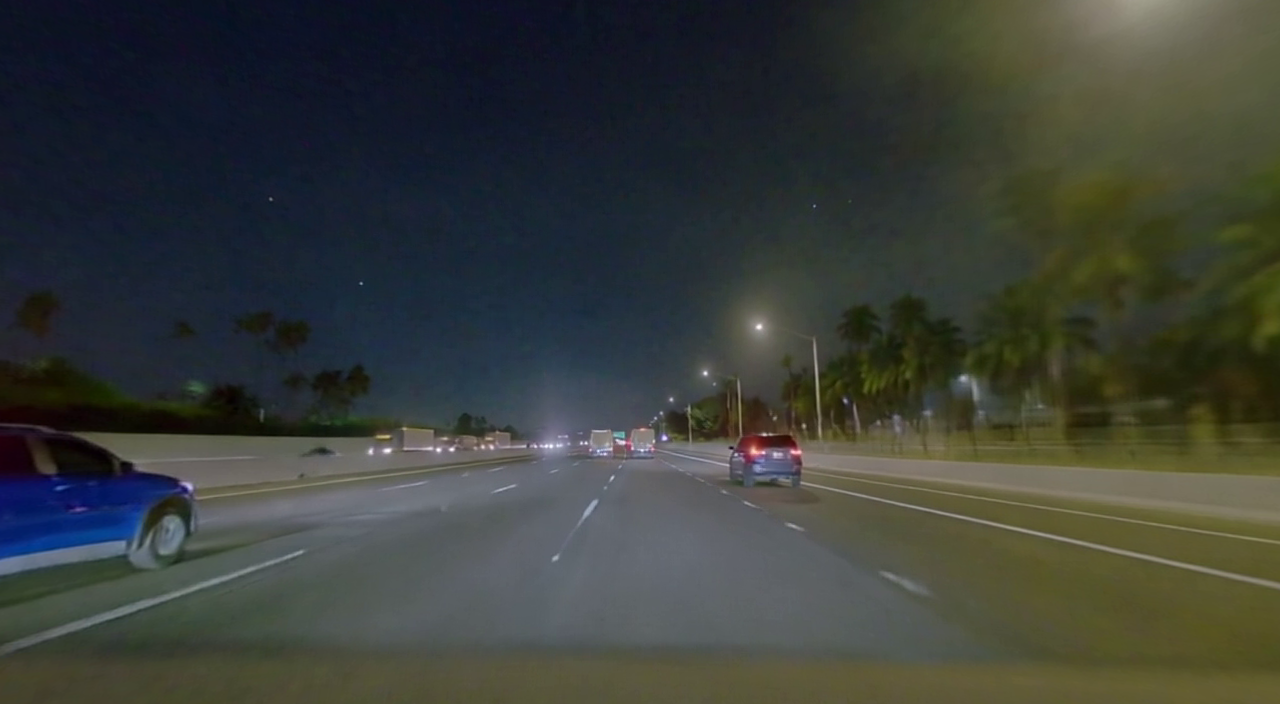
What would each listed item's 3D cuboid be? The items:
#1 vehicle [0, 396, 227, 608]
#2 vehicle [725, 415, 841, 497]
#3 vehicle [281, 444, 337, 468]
[{"bbox_3d":[-6.557,1.334,5.740,2.289,1.774,4.871,0,-8,0],"label":"vehicle"},{"bbox_3d":[4.266,3.219,19.895,2.408,2.210,4.999,0,-8,-1],"label":"vehicle"},{"bbox_3d":[-20.824,6.565,39.848,1.610,1.420,3.474,0,-8,1],"label":"vehicle"}]
